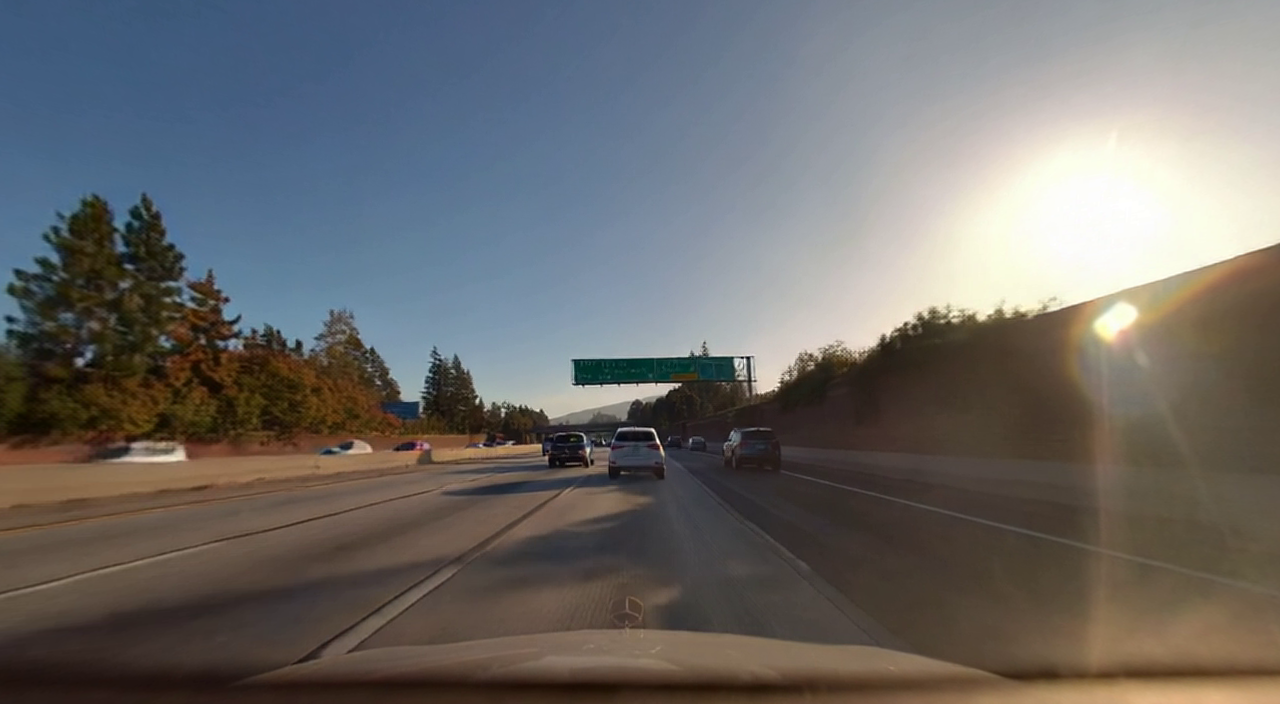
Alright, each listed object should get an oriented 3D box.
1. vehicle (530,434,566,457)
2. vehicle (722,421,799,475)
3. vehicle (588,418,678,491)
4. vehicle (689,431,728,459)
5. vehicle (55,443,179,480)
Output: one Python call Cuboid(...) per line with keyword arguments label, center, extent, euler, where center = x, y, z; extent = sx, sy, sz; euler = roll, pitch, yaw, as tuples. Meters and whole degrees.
Cuboid(label="vehicle", center=(-7.003, 7.200, 48.470), extent=(2.024, 1.706, 4.249), euler=(0, -9, 1))
Cuboid(label="vehicle", center=(4.500, 3.683, 24.264), extent=(2.017, 1.847, 4.299), euler=(0, -9, -1))
Cuboid(label="vehicle", center=(-0.186, 2.868, 17.895), extent=(2.233, 1.804, 4.273), euler=(0, -9, 0))
Cuboid(label="vehicle", center=(4.223, 5.870, 39.632), extent=(2.001, 1.651, 3.916), euler=(0, -9, 0))
Cuboid(label="vehicle", center=(-21.833, 4.562, 26.544), extent=(1.827, 1.422, 3.924), euler=(0, -9, 0))
